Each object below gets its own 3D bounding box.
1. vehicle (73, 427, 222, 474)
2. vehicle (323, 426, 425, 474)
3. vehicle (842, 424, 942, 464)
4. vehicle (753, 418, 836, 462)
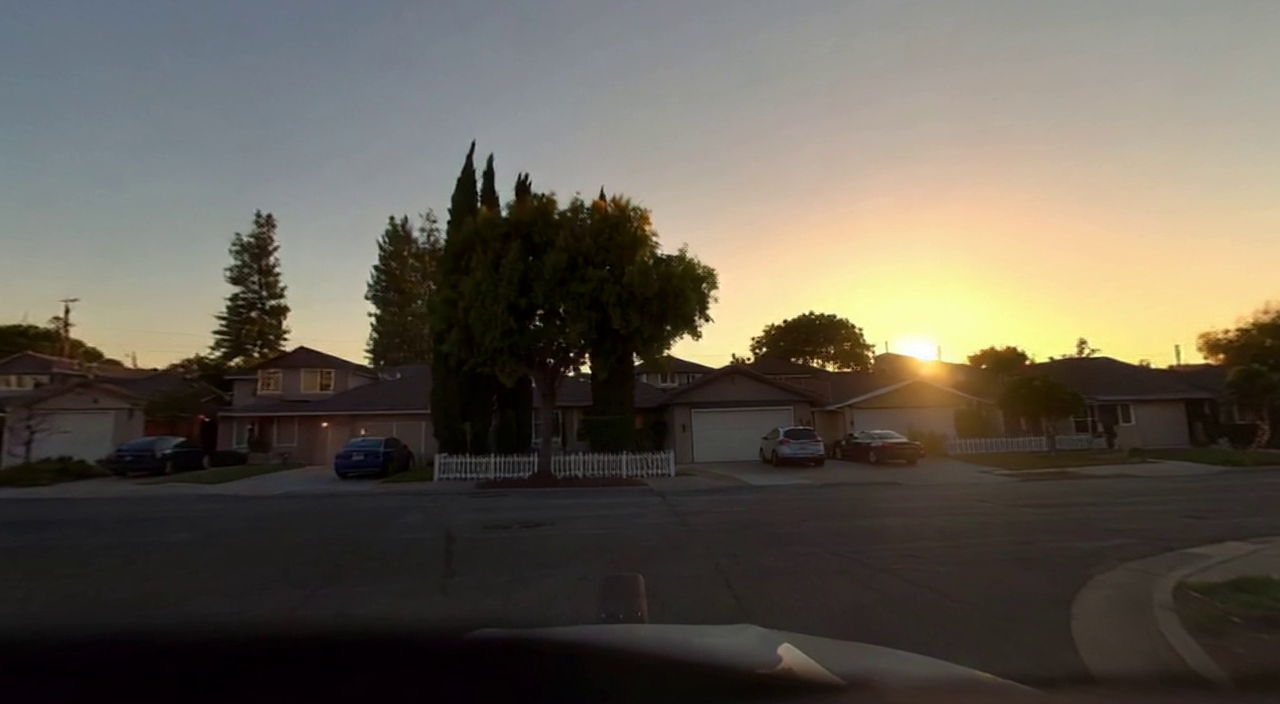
[{"bbox_3d":[-19.600,3.973,25.436,1.942,1.700,4.478,-1,-9,9],"label":"vehicle"},{"bbox_3d":[-10.028,3.762,24.292,1.942,1.651,4.655,0,-9,-1],"label":"vehicle"},{"bbox_3d":[10.539,3.916,26.771,1.873,1.556,4.216,2,-9,-11],"label":"vehicle"},{"bbox_3d":[6.511,3.826,27.152,1.937,1.731,4.179,2,-9,-10],"label":"vehicle"}]
